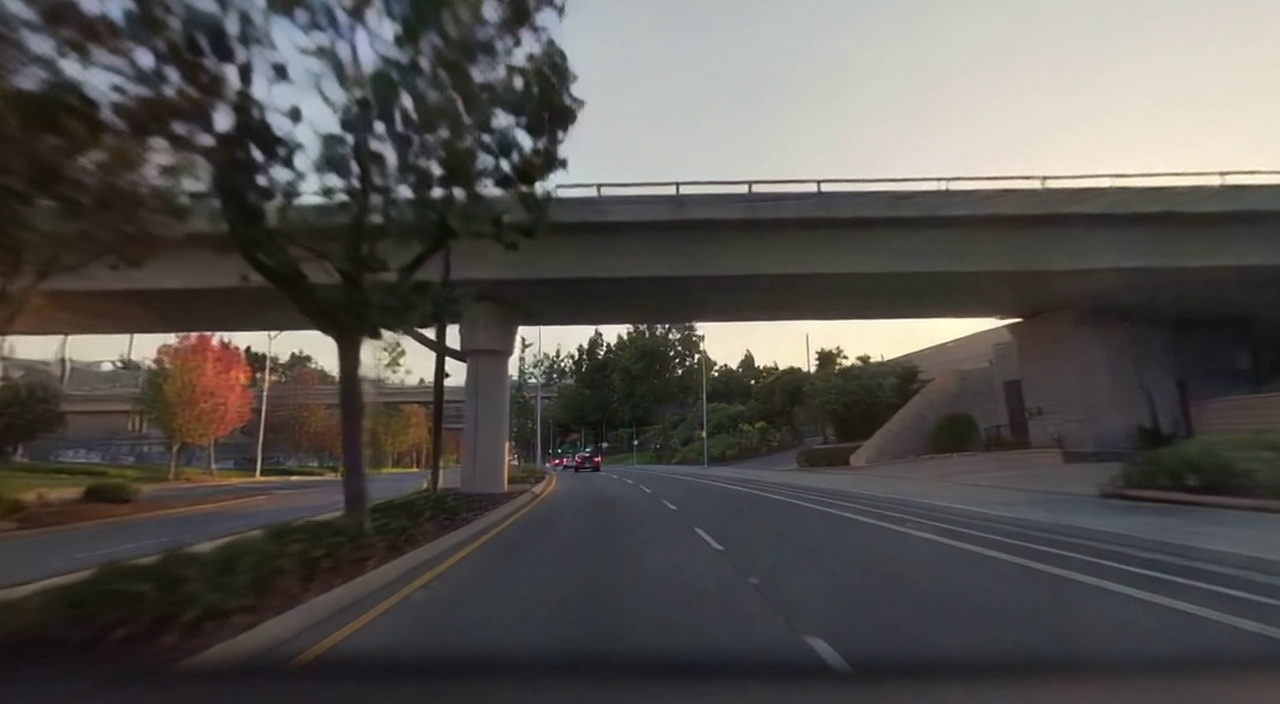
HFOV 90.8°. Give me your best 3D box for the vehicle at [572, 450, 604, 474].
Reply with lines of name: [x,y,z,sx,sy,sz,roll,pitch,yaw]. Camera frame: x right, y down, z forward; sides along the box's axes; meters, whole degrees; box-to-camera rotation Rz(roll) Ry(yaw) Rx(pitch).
vehicle: [-4.030,8.394,48.402,2.184,1.713,4.231,1,-9,-9]
